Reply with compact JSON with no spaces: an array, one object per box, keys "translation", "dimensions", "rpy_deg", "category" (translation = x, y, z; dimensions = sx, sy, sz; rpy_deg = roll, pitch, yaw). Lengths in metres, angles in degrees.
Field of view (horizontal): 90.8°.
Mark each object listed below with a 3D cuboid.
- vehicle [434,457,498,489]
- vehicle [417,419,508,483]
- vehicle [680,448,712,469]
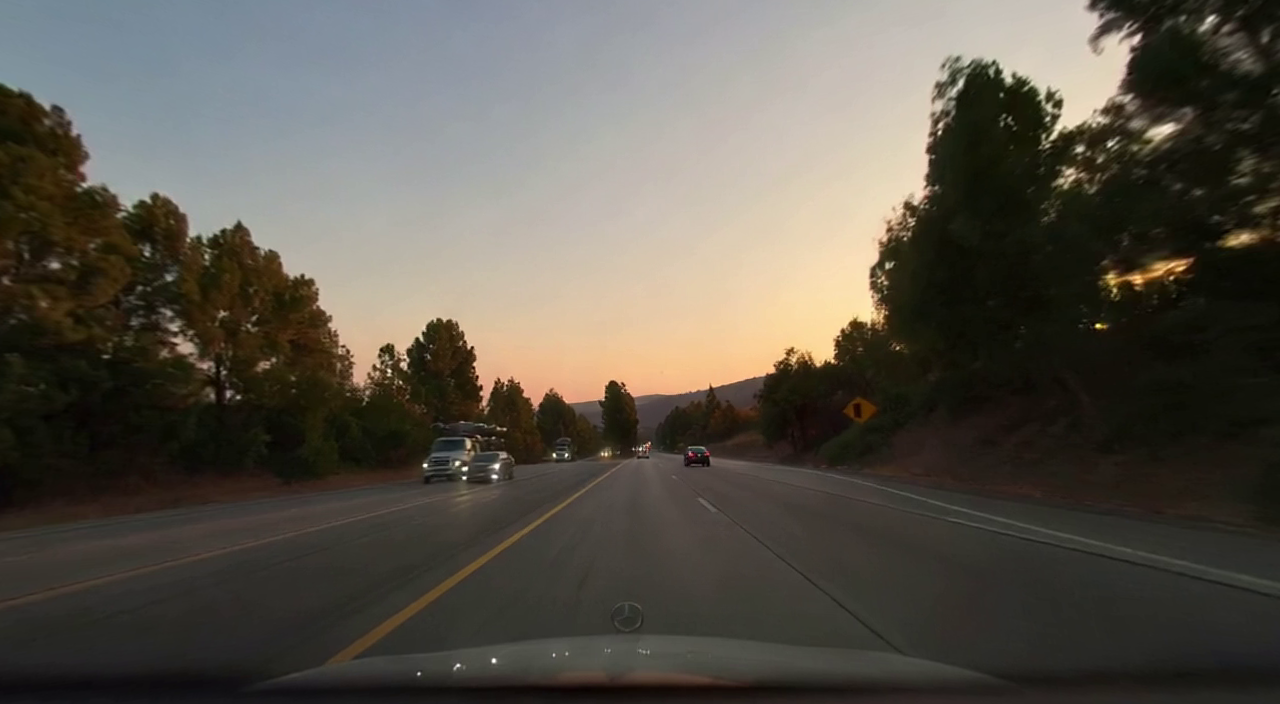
[{"translation":[-8.946,6.234,32.829],"dimensions":[1.962,1.485,4.627],"rpy_deg":[0,-9,0],"category":"vehicle"},{"translation":[-13.196,7.641,48.740],"dimensions":[2.895,4.132,14.189],"rpy_deg":[0,-9,0],"category":"vehicle"},{"translation":[4.299,8.258,49.052],"dimensions":[2.013,1.584,3.995],"rpy_deg":[0,-9,-1],"category":"vehicle"}]
